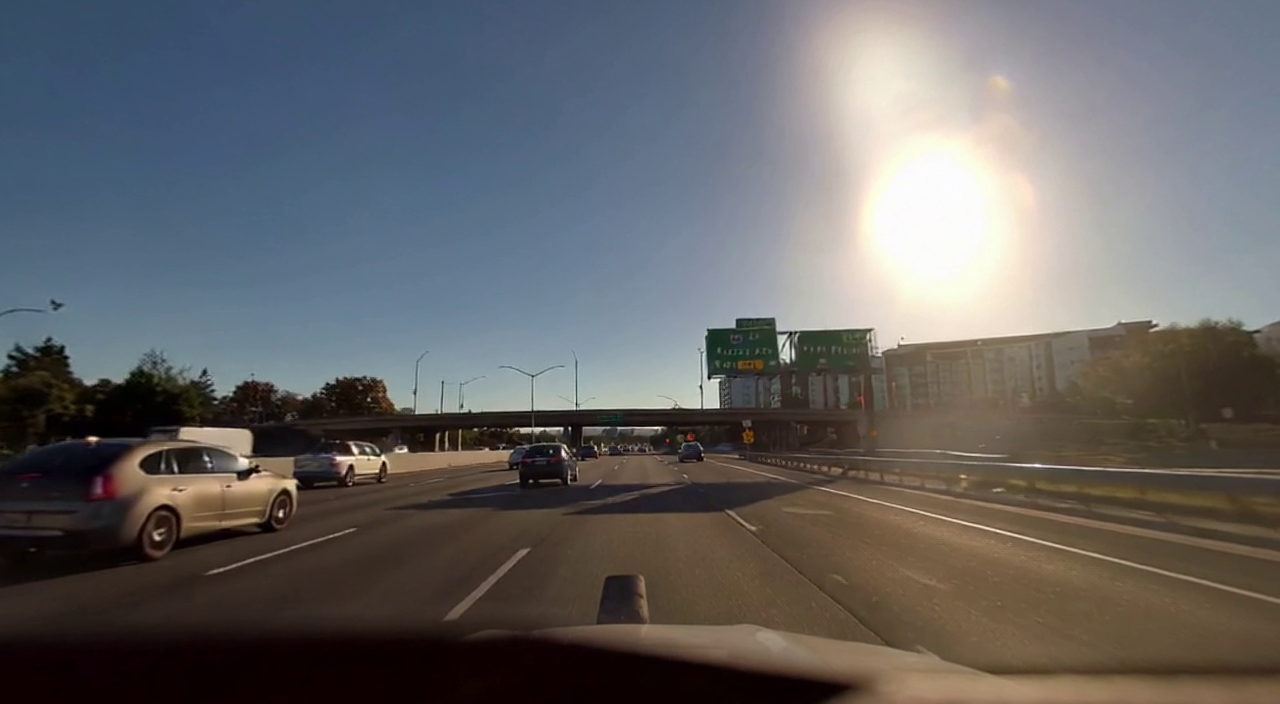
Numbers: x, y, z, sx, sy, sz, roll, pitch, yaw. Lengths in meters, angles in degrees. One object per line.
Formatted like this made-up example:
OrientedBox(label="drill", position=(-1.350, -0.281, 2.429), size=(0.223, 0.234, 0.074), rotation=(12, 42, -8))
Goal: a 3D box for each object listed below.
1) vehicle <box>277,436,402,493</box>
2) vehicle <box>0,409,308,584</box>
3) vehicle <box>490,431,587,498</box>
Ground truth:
OrientedBox(label="vehicle", position=(-10.260, 3.849, 22.059), size=(1.969, 1.759, 4.758), rotation=(0, -8, 0))
OrientedBox(label="vehicle", position=(-6.993, 1.826, 8.866), size=(2.015, 1.762, 4.790), rotation=(0, -8, 0))
OrientedBox(label="vehicle", position=(-2.798, 3.221, 18.426), size=(2.027, 1.697, 4.307), rotation=(0, -8, 1))
